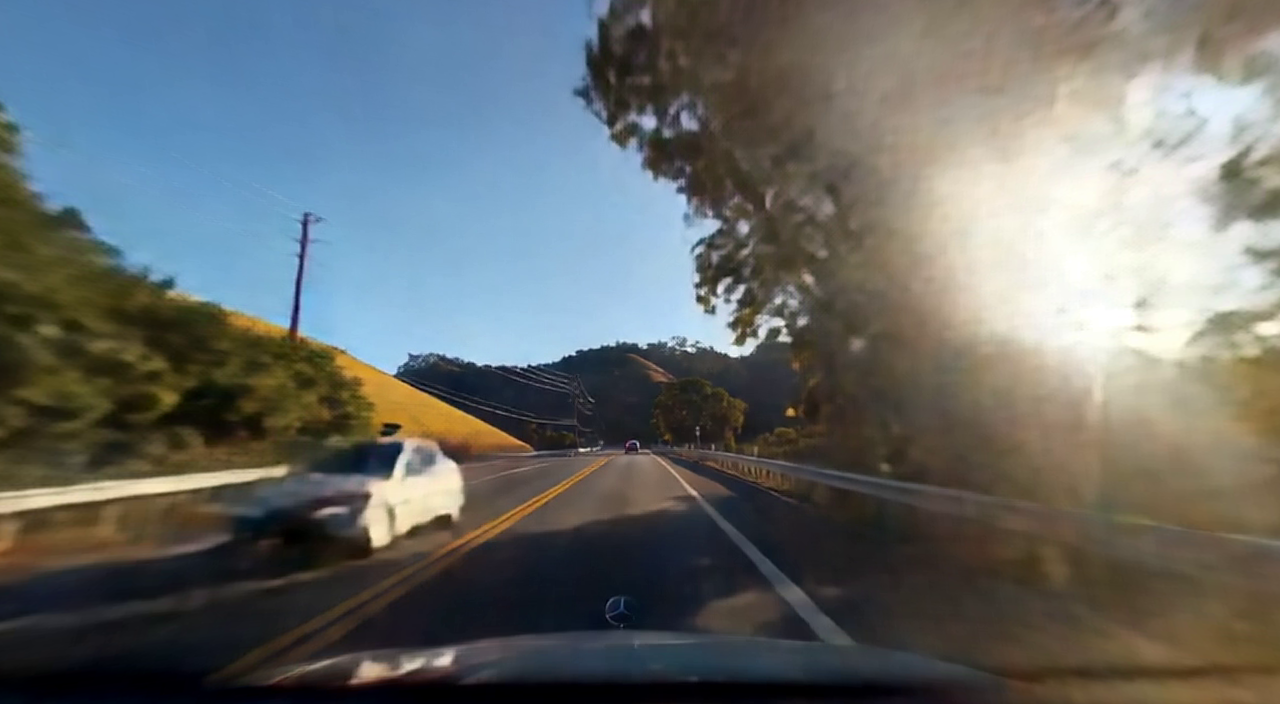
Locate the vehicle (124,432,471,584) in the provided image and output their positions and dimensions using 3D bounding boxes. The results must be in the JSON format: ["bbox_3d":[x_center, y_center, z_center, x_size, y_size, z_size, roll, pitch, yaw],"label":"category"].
[{"bbox_3d":[-3.993,1.895,8.590,2.074,1.472,4.658,0,-9,1],"label":"vehicle"}]
